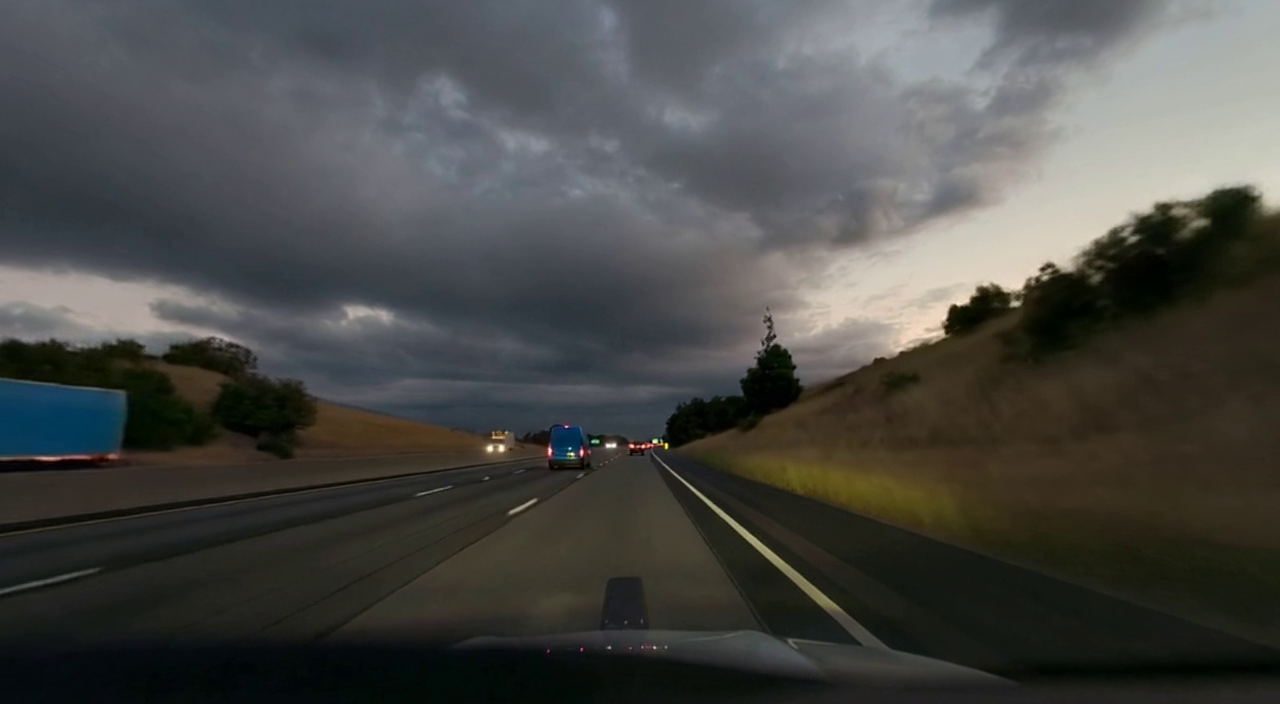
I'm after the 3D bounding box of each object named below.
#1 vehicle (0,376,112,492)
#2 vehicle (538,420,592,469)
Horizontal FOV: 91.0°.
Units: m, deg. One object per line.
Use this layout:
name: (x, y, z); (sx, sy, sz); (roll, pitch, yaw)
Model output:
vehicle: (-23.859, 2.502, 19.417); (2.914, 4.020, 14.107); (0, -8, 0)
vehicle: (-4.075, 5.154, 35.160); (2.329, 2.483, 5.428); (0, -8, 0)
